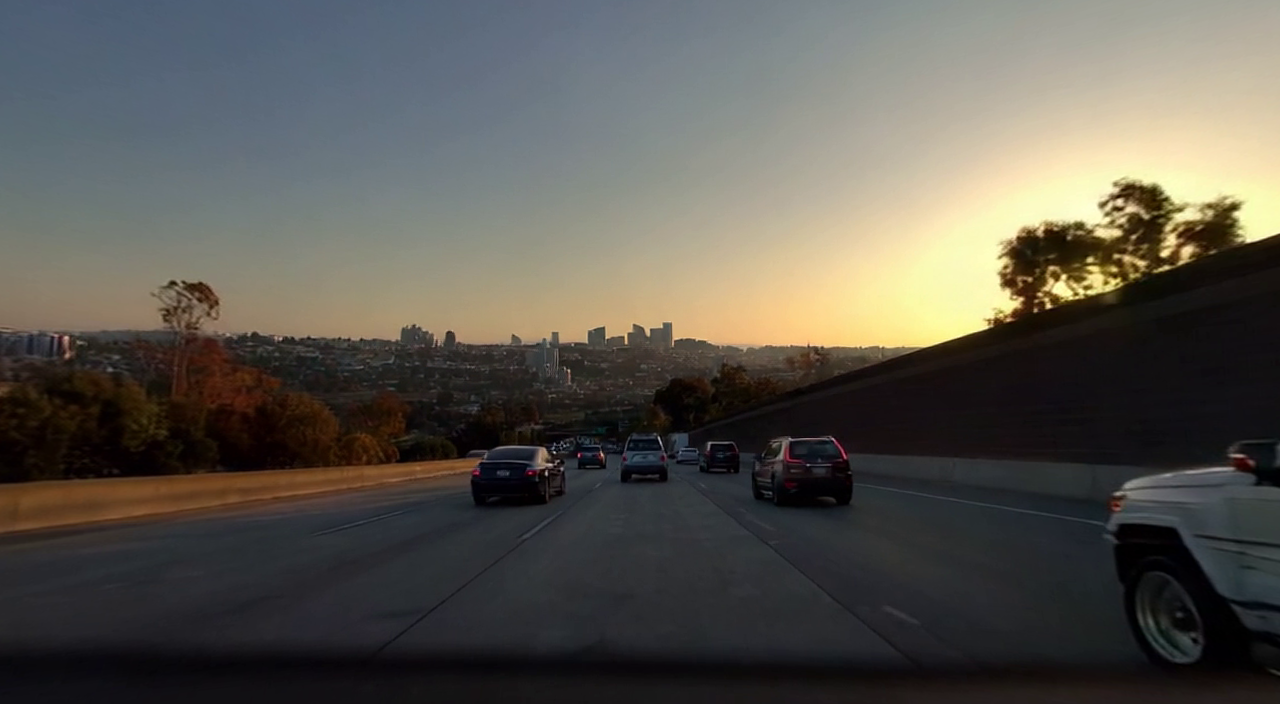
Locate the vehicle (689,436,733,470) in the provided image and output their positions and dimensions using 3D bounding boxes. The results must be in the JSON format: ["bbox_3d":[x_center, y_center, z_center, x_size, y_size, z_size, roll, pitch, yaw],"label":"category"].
[{"bbox_3d":[4.072,5.836,36.658,2.039,1.832,3.989,0,-8,-1],"label":"vehicle"}]

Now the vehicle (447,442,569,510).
[{"bbox_3d":[-3.109,3.032,16.052,1.965,1.443,4.968,-1,-8,1],"label":"vehicle"}]

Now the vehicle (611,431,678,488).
[{"bbox_3d":[0.151,3.820,22.705,2.153,1.805,4.631,0,-8,0],"label":"vehicle"}]

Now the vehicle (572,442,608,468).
[{"bbox_3d":[-3.361,6.966,42.885,1.951,1.694,4.188,-1,-8,2],"label":"vehicle"}]

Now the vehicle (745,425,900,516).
[{"bbox_3d":[3.764,2.524,13.939,2.094,1.676,4.309,0,-8,0],"label":"vehicle"}]

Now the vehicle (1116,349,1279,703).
[{"bbox_3d":[3.866,0.634,1.370,2.156,1.701,4.494,-1,-8,1],"label":"vehicle"}]
